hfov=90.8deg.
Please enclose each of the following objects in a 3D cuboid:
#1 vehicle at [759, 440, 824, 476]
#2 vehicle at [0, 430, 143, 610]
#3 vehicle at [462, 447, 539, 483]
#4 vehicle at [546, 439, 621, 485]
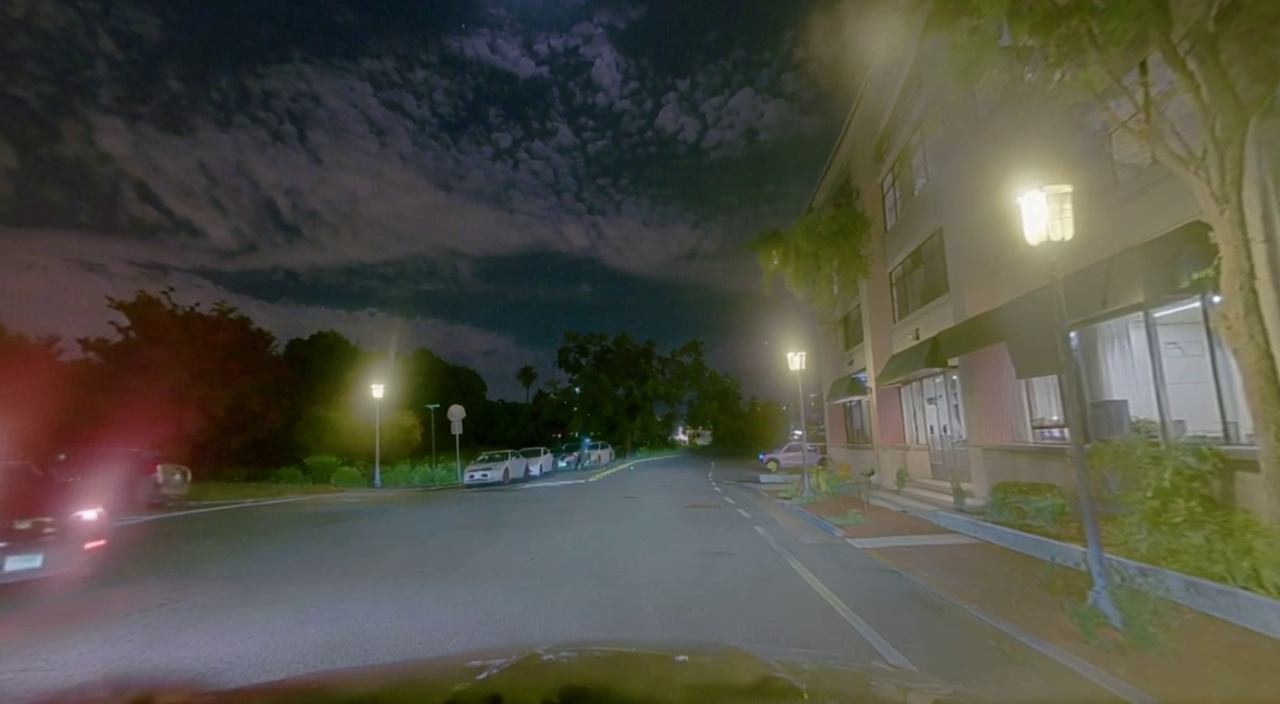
[{"bbox_3d":[6.715,4.743,28.544,1.918,1.461,4.419,0,-9,1],"label":"vehicle"},{"bbox_3d":[-7.641,1.695,6.815,4.141,1.620,1.876,-5,-10,27],"label":"vehicle"},{"bbox_3d":[-6.047,4.942,27.947,1.968,1.443,4.358,-1,-9,6],"label":"vehicle"},{"bbox_3d":[-2.131,4.341,25.311,2.110,1.651,4.410,-1,-9,7],"label":"vehicle"}]
